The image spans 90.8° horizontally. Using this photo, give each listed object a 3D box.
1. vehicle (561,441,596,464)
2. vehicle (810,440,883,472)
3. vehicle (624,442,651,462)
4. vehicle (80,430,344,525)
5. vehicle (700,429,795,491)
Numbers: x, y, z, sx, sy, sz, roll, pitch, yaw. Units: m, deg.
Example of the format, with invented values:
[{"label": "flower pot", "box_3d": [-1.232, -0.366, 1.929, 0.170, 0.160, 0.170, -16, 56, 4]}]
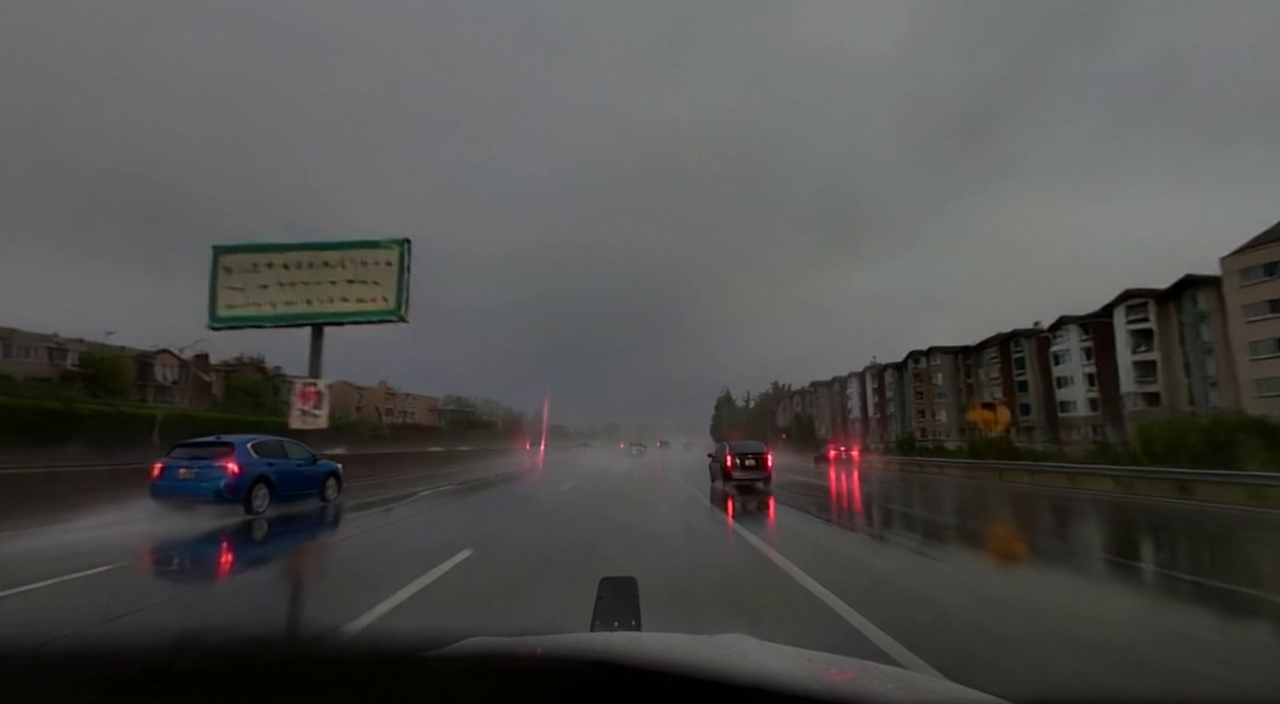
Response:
[{"label": "vehicle", "box_3d": [-4.216, 6.975, 43.988, 2.002, 1.466, 4.378, 0, -9, 0]}, {"label": "vehicle", "box_3d": [10.204, 5.179, 31.587, 2.061, 1.459, 4.273, 0, -9, -3]}, {"label": "vehicle", "box_3d": [-0.231, 7.726, 48.940, 1.992, 1.431, 4.055, 0, -9, -1]}, {"label": "vehicle", "box_3d": [-7.896, 2.343, 12.371, 2.021, 1.496, 4.495, 0, -9, 0]}, {"label": "vehicle", "box_3d": [3.187, 3.326, 19.707, 2.080, 1.694, 4.286, 0, -9, -2]}]
